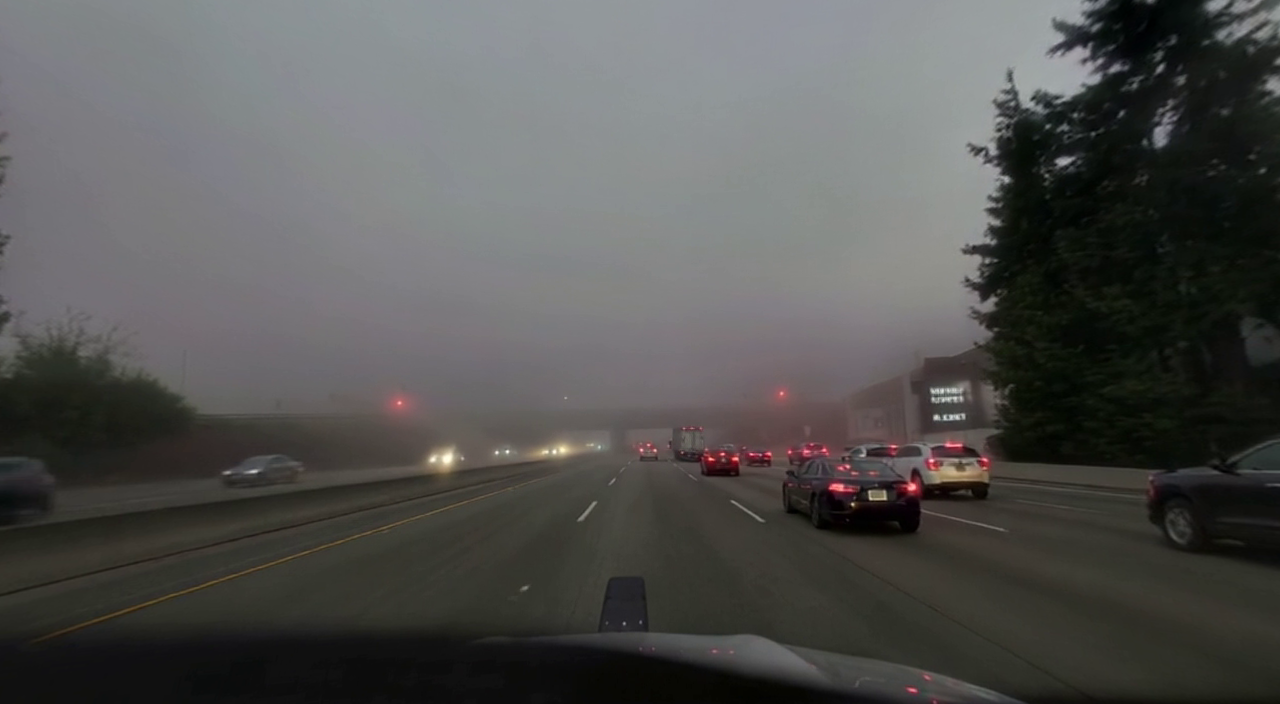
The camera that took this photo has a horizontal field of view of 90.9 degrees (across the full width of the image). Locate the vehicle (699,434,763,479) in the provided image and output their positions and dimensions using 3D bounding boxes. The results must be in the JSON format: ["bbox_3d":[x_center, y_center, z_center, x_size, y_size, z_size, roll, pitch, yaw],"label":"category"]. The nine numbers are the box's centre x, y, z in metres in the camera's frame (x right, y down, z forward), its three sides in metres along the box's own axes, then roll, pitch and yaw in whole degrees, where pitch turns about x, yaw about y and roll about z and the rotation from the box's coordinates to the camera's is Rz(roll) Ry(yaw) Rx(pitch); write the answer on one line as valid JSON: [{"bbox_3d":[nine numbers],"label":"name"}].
[{"bbox_3d":[4.003,4.695,28.660,2.086,1.858,4.737,0,-8,-1],"label":"vehicle"}]

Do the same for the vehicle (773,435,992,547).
[{"bbox_3d":[3.718,2.193,10.716,1.902,1.481,4.451,0,-8,-1],"label":"vehicle"}]

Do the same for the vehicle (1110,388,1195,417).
[{"bbox_3d":[35.334,3.552,43.671,2.024,1.757,4.696,0,-8,2],"label":"vehicle"}]

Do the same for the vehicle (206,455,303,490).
[{"bbox_3d":[-18.611,5.789,30.698,1.913,1.484,4.502,0,-8,-1],"label":"vehicle"}]

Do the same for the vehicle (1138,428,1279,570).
[{"bbox_3d":[7.669,1.488,6.246,1.919,1.476,4.303,0,-8,0],"label":"vehicle"}]
